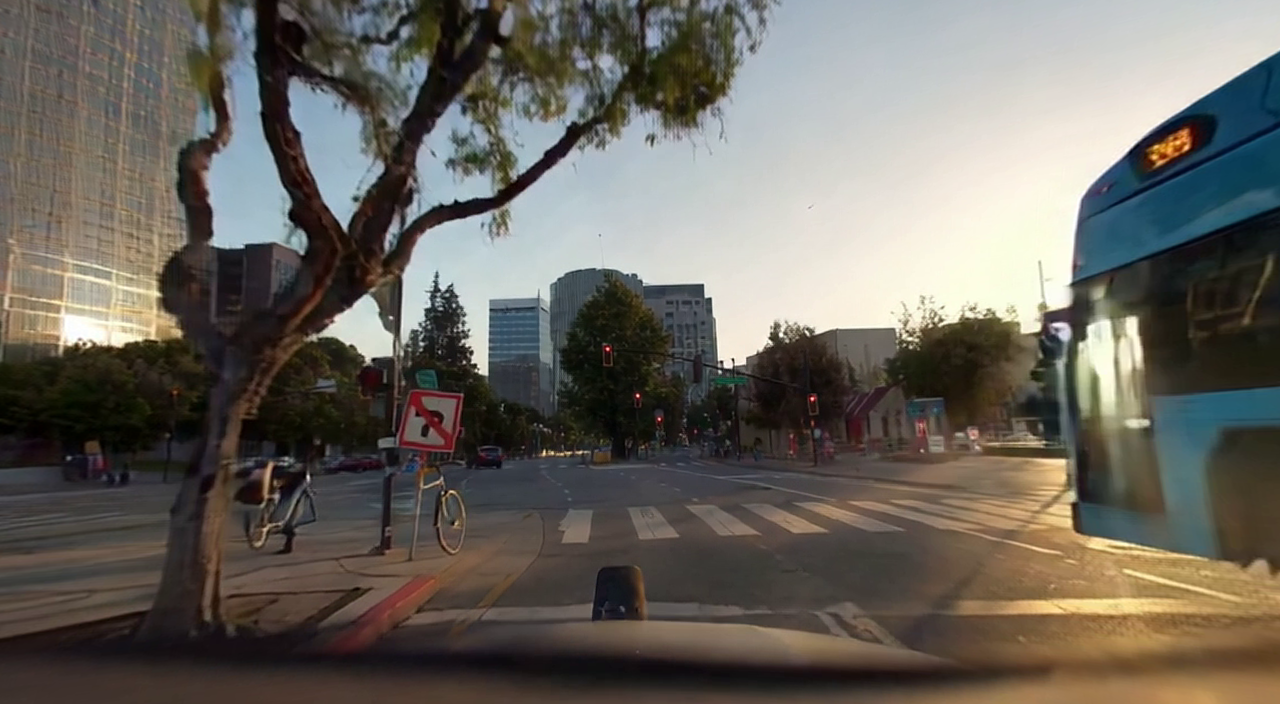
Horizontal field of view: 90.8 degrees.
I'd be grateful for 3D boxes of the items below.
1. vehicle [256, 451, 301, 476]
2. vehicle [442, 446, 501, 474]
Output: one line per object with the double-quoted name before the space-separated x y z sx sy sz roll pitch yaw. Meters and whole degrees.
"vehicle" -28.604 8.759 49.876 2.199 1.838 4.222 7 -11 -40
"vehicle" -10.104 6.368 37.634 2.123 1.544 4.158 5 -10 -33
